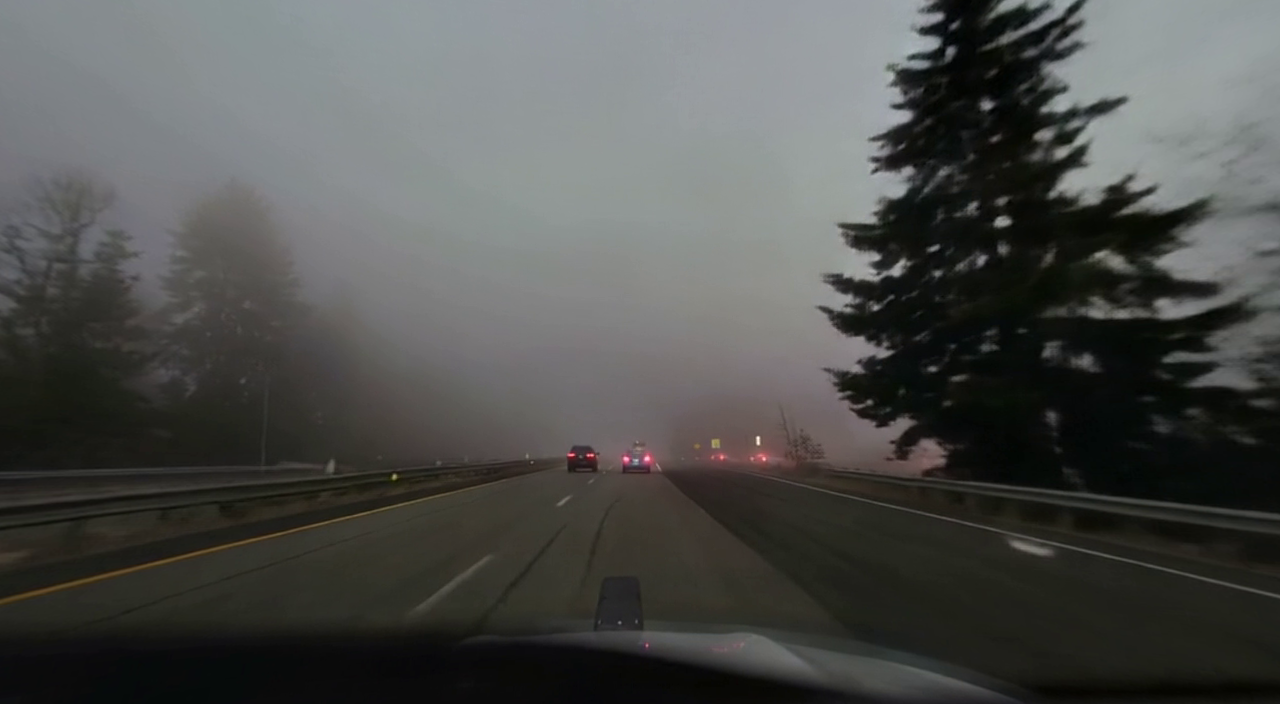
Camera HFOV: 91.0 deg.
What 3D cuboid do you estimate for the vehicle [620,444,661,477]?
[{"bbox_3d":[0.034,5.968,34.771,2.130,1.684,3.826,0,-9,0],"label":"vehicle"}]

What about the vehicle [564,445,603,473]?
[{"bbox_3d":[-3.804,7.293,43.132,2.130,1.741,4.665,0,-9,1],"label":"vehicle"}]
